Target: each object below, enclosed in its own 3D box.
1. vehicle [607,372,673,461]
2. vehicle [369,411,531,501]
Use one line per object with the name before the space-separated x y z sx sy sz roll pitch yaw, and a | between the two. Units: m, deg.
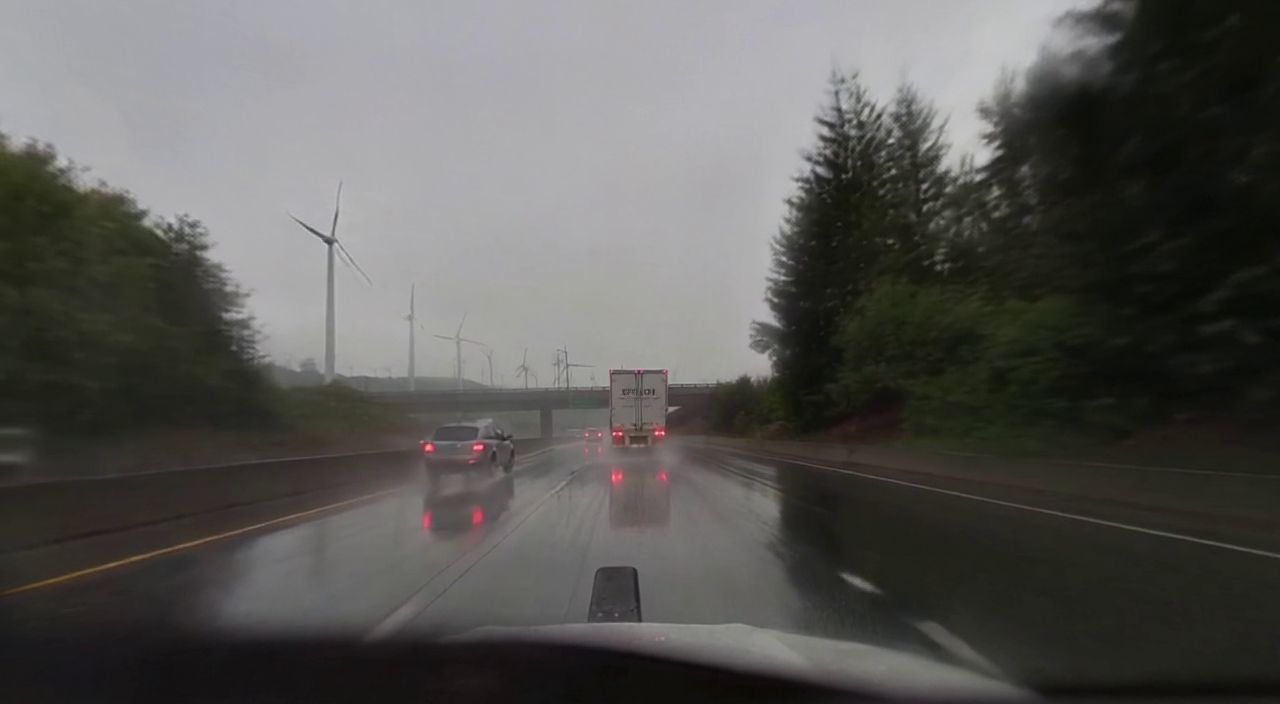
vehicle | -0.126 3.665 34.363 2.906 3.990 12.551 0 -7 -1
vehicle | -4.018 2.274 14.401 2.167 1.686 4.946 0 -7 0
